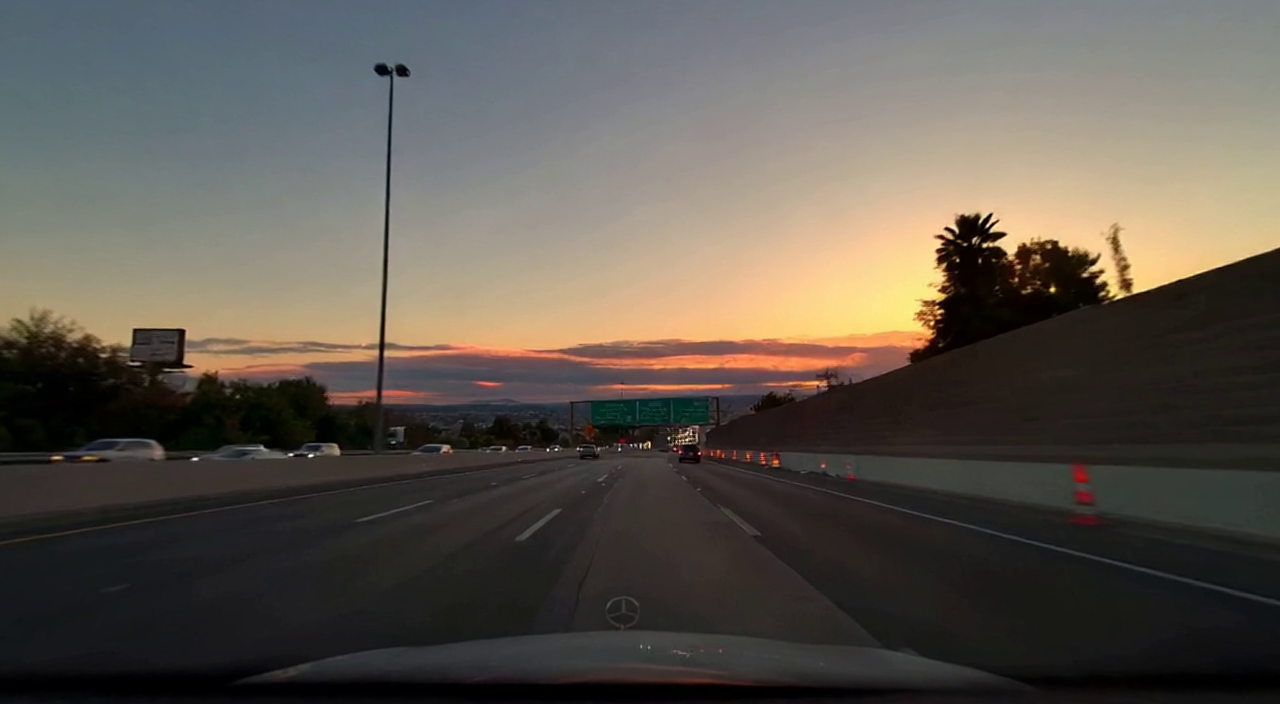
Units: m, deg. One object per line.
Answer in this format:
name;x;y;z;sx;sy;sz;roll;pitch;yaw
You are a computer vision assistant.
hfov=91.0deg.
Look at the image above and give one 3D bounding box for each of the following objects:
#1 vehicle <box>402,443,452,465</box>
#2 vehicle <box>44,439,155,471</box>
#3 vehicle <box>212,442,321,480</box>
vehicle;-15.861;7.625;47.056;1.937;1.515;4.594;-1;-9;3
vehicle;-29.583;5.660;34.689;1.901;1.624;4.558;-1;-9;2
vehicle;-16.099;4.717;27.458;1.920;1.477;4.432;0;-9;2
